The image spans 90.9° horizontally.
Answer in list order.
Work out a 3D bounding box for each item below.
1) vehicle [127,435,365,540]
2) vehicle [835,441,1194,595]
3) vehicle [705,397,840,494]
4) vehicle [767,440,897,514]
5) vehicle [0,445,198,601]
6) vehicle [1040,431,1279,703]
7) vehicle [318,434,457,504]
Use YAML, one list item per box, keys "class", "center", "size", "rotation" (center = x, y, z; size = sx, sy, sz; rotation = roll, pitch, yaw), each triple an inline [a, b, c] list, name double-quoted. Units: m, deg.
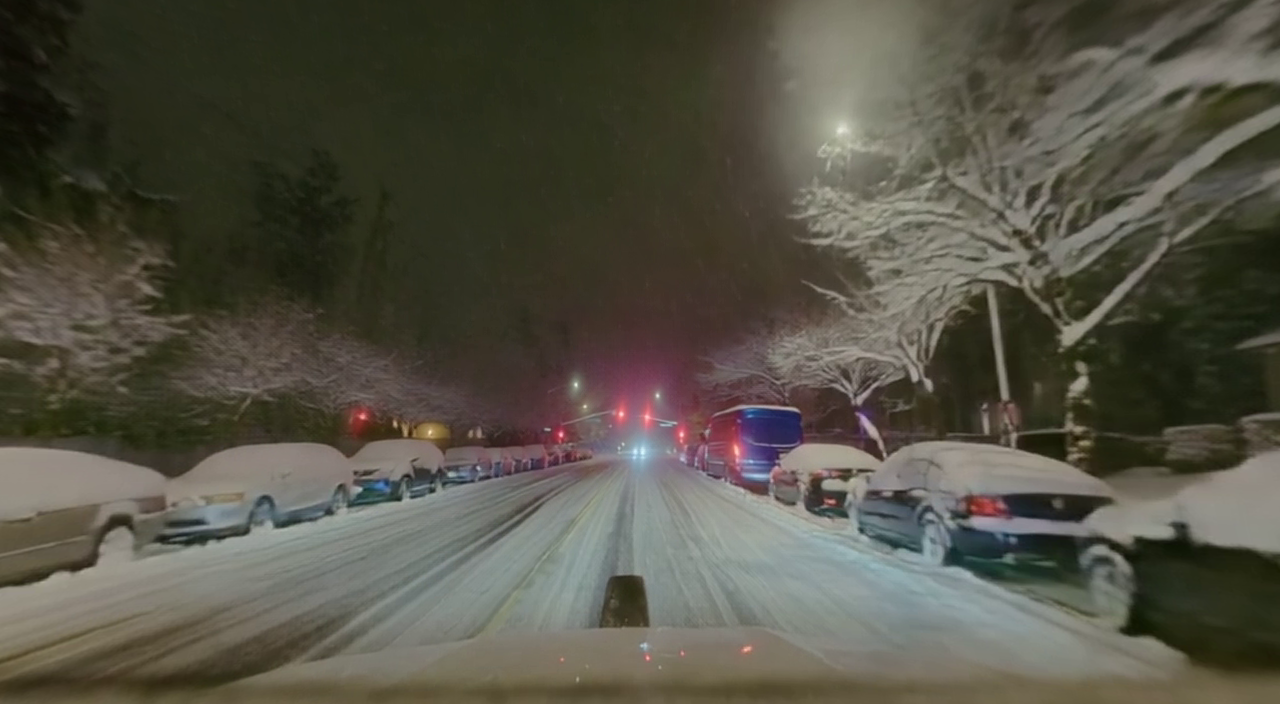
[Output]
- class: "vehicle"
  center: [-7.159, 2.432, 12.103]
  size: [1.874, 1.607, 4.174]
  rotation: [-1, -8, 0]
- class: "vehicle"
  center: [4.331, 1.935, 8.491]
  size: [1.762, 1.444, 4.906]
  rotation: [0, -8, -1]
- class: "vehicle"
  center: [4.299, 3.270, 22.219]
  size: [3.089, 2.882, 6.770]
  rotation: [0, -8, -2]
- class: "vehicle"
  center: [4.346, 2.852, 14.983]
  size: [1.764, 1.494, 4.248]
  rotation: [0, -8, 0]
- class: "vehicle"
  center: [-7.044, 1.782, 6.745]
  size: [1.775, 1.433, 4.011]
  rotation: [-2, -7, -1]
- class: "vehicle"
  center: [4.303, 1.110, 3.045]
  size: [1.804, 1.453, 4.462]
  rotation: [0, -8, 0]
- class: "vehicle"
  center: [-7.140, 3.334, 18.505]
  size: [1.984, 1.745, 4.866]
  rotation: [0, -8, 1]
